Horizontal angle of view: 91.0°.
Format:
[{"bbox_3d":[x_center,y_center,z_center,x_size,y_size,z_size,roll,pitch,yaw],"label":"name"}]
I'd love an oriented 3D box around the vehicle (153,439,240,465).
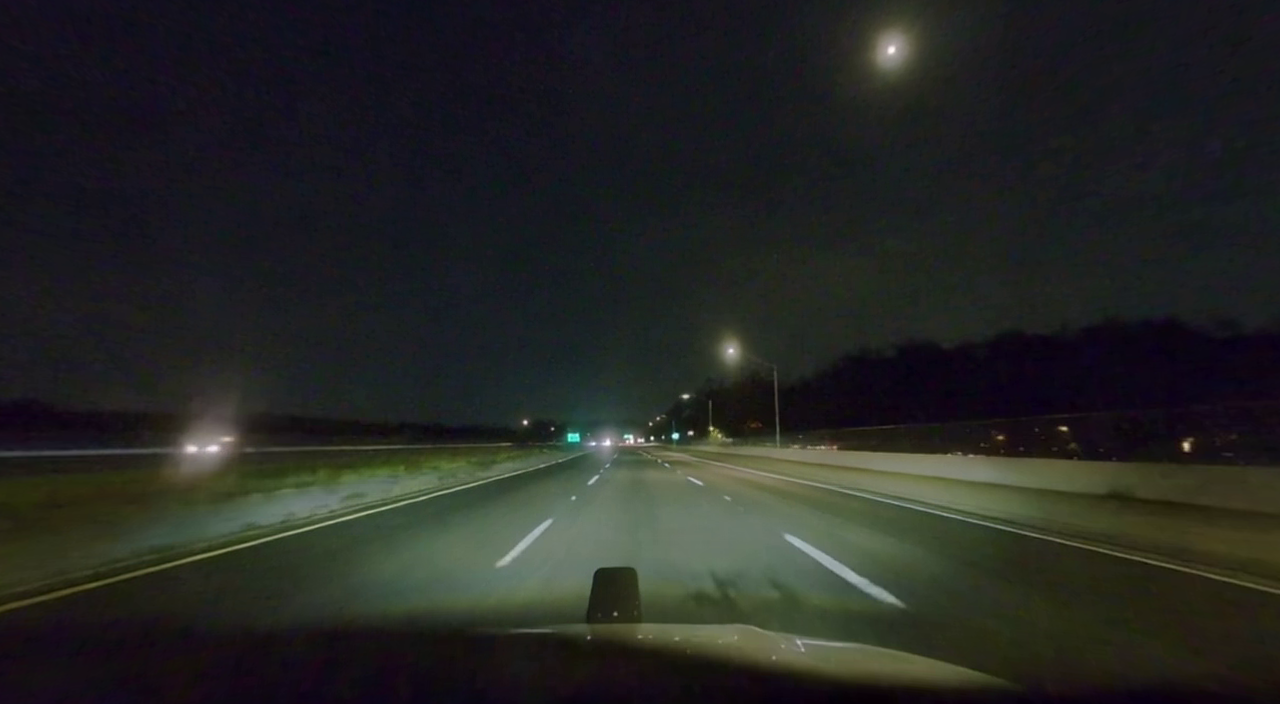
[{"bbox_3d":[-27.870,6.280,39.781,2.031,1.480,4.698,-1,-8,1],"label":"vehicle"}]
